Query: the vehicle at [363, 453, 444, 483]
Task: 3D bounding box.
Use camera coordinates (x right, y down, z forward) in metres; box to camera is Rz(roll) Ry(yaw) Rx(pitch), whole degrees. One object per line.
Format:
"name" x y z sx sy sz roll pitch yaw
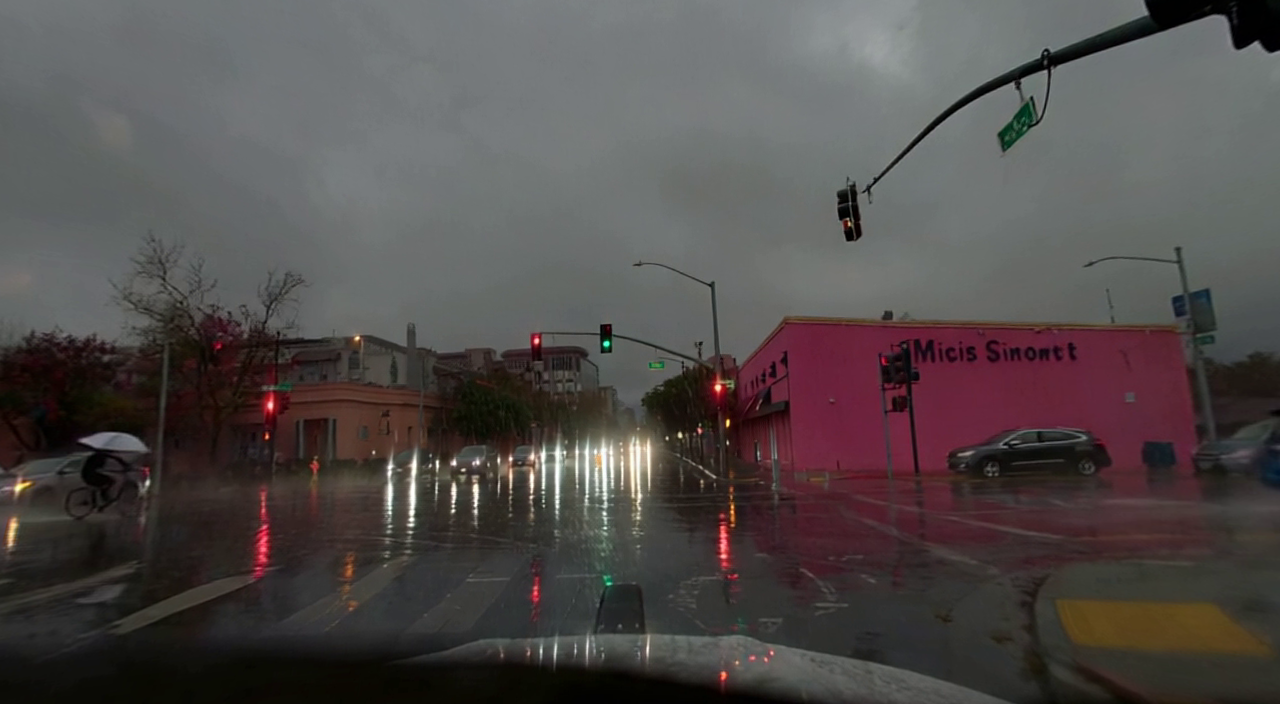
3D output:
"vehicle" -12.592 6.167 33.852 1.976 1.425 4.567 -1 -9 9

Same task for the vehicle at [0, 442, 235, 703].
"vehicle" -3.693 0.970 2.153 1.759 1.325 4.295 0 -9 0

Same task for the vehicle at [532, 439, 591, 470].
"vehicle" -4.508 5.979 36.858 1.928 1.647 4.575 -2 -9 13

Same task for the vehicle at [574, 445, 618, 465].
"vehicle" -3.023 7.190 44.129 1.743 1.362 4.350 -2 -9 14

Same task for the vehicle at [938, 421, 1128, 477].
"vehicle" 11.566 2.892 18.801 4.355 1.546 1.820 -1 -9 6

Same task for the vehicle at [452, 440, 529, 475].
"vehicle" -8.405 5.980 36.032 2.152 1.825 5.406 -2 -9 12
